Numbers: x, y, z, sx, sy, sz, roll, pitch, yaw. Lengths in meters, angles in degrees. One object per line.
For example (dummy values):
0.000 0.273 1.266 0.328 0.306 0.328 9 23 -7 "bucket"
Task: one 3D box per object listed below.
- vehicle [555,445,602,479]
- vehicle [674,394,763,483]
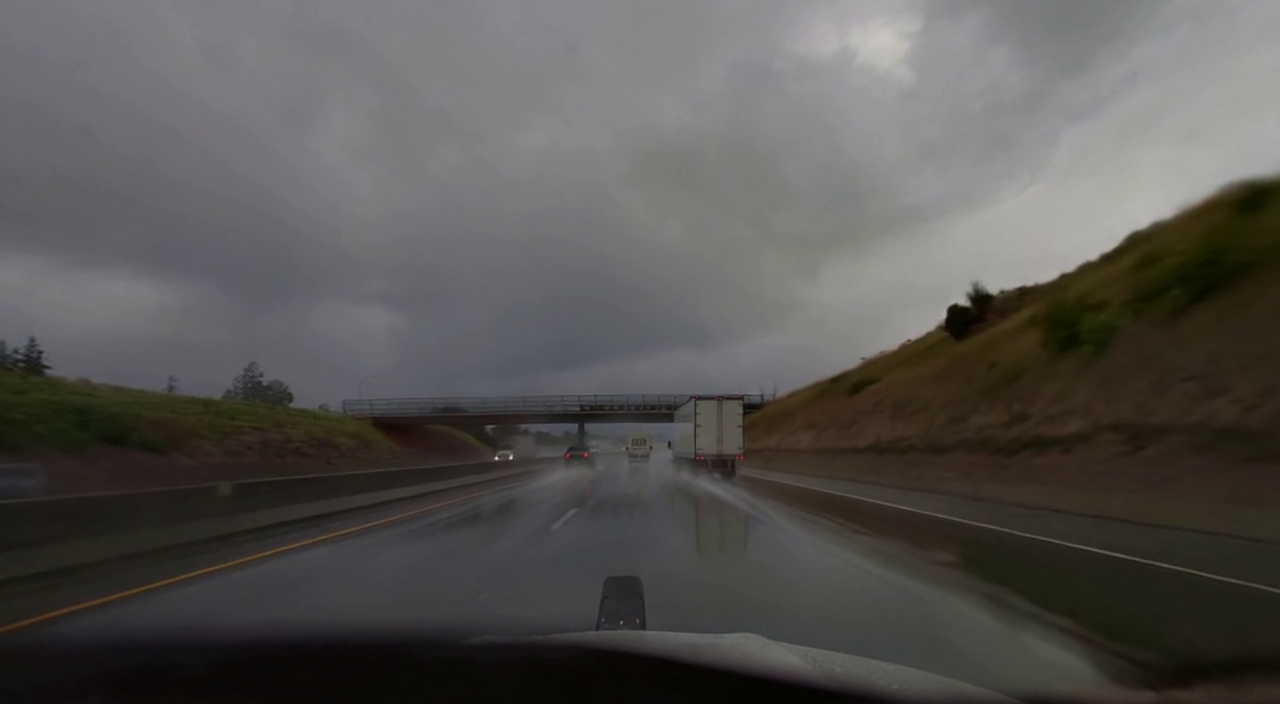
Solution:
-3.122 5.710 32.874 2.007 1.647 3.854 0 -9 1 "vehicle"
4.048 5.247 37.291 3.131 4.037 16.729 0 -9 0 "vehicle"
